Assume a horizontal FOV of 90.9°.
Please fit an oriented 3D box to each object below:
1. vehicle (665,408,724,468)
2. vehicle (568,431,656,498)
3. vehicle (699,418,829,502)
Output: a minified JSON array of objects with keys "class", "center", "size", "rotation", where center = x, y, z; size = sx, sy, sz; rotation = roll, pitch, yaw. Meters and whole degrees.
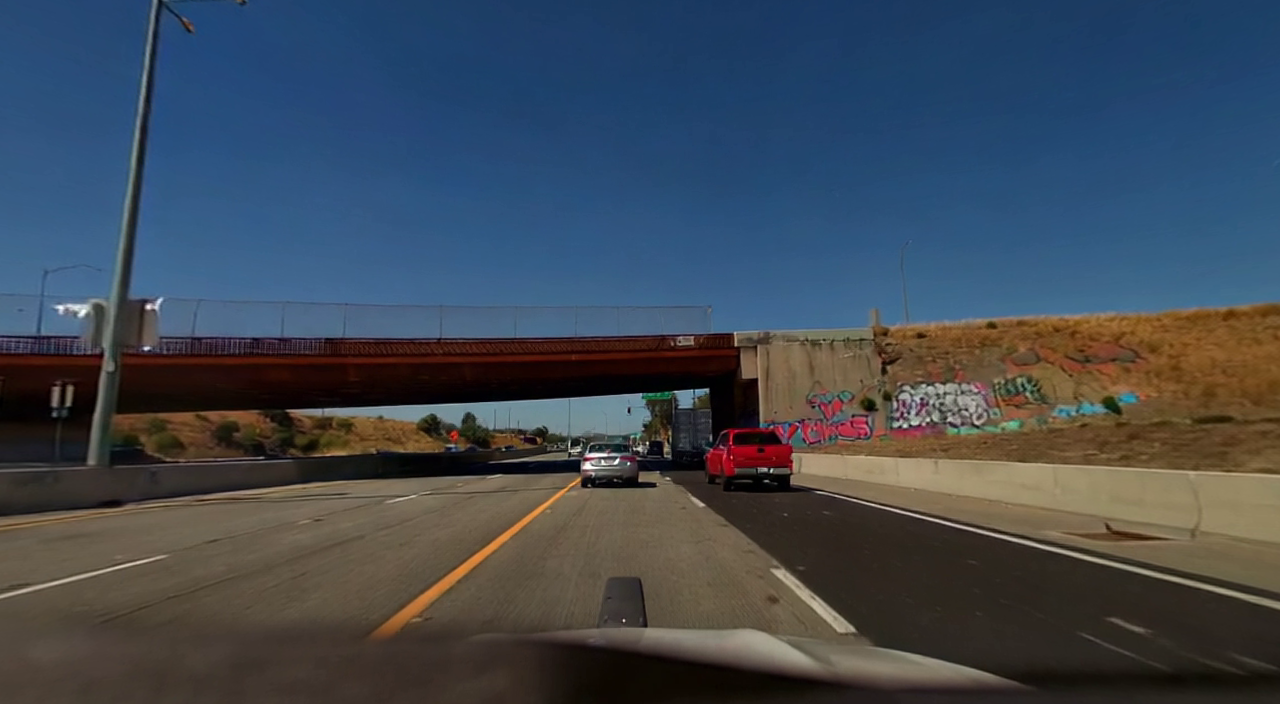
[{"class":"vehicle","center":[3.262,5.495,39.929],"size":[2.873,3.408,7.323],"rotation":[0,-8,-1]},{"class":"vehicle","center":[-0.724,3.116,17.788],"size":[2.193,1.651,3.946],"rotation":[0,-8,-1]},{"class":"vehicle","center":[3.152,2.949,17.630],"size":[2.311,1.922,5.977],"rotation":[0,-8,-1]}]
